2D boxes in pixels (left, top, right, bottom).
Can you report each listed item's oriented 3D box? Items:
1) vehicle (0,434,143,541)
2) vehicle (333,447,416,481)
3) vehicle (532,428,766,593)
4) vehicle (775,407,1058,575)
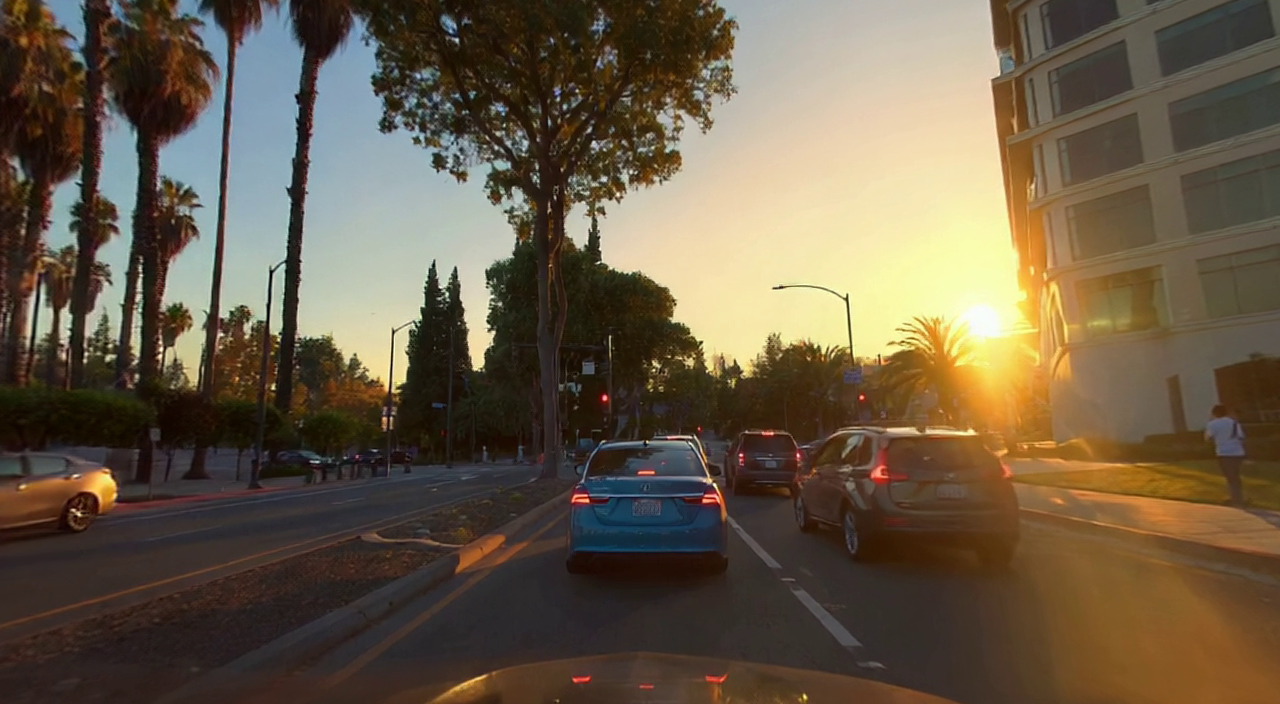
[{"bbox_3d":[-13.055,2.721,12.288,2.240,1.964,5.707,-6,-8,0],"label":"vehicle"},{"bbox_3d":[-13.180,5.573,31.728,1.965,1.507,4.725,-1,-8,2],"label":"vehicle"},{"bbox_3d":[0.127,1.718,7.713,2.088,1.452,3.993,-1,-8,2],"label":"vehicle"},{"bbox_3d":[3.339,1.770,8.802,2.003,1.733,4.319,0,-8,1],"label":"vehicle"}]
